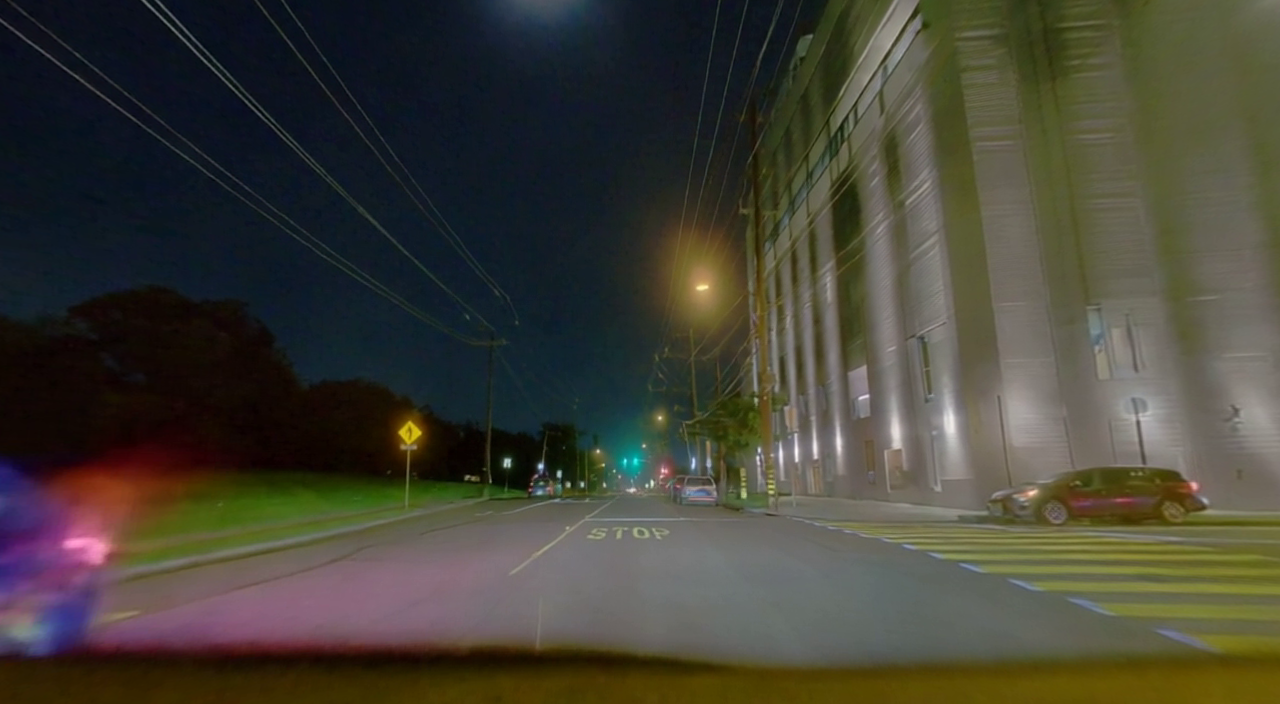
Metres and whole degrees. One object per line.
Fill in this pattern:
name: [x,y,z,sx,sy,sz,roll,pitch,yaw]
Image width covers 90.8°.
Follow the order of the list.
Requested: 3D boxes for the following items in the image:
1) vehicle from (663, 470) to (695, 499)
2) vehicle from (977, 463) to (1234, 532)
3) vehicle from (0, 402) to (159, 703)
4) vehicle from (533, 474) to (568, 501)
vehicle: [2.831,9.739,46.563,1.953,1.774,5.008,0,-8,-1]
vehicle: [11.417,3.560,15.770,4.771,1.492,2.107,0,-8,-3]
vehicle: [-3.213,0.768,0.860,1.911,1.563,4.057,0,-8,0]
vehicle: [-6.640,10.087,47.118,1.913,1.682,4.365,0,-8,1]
